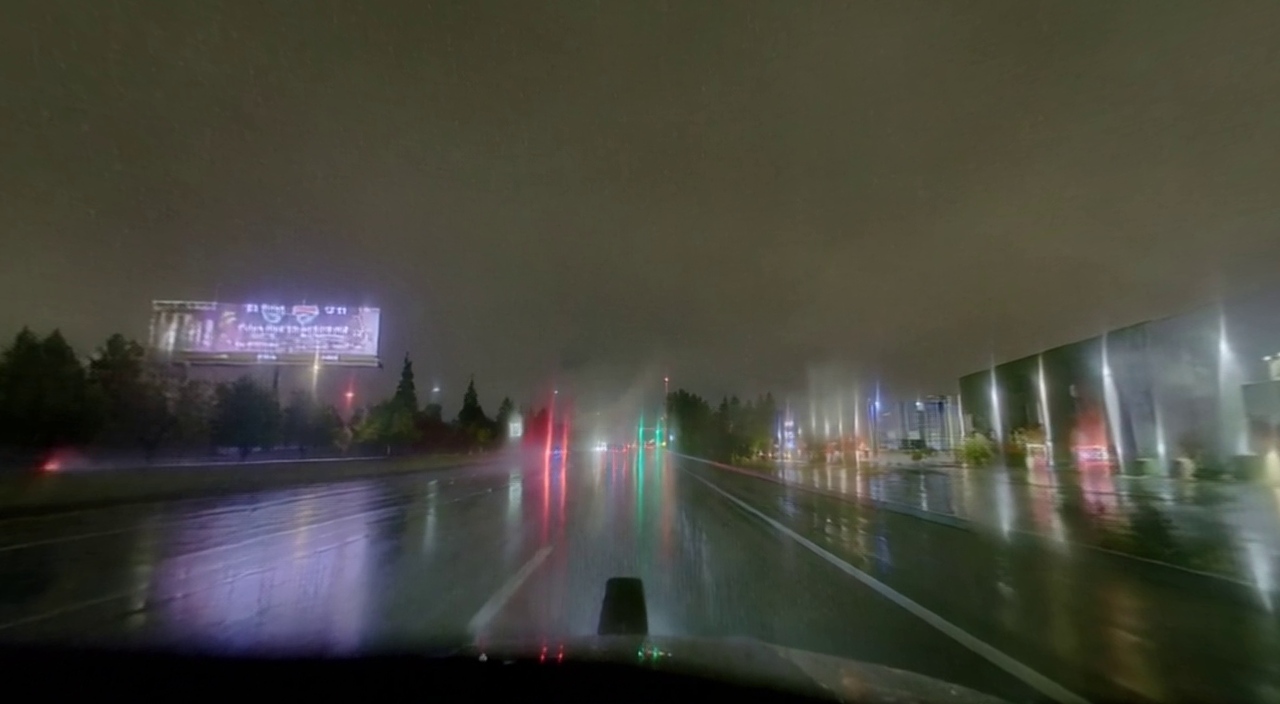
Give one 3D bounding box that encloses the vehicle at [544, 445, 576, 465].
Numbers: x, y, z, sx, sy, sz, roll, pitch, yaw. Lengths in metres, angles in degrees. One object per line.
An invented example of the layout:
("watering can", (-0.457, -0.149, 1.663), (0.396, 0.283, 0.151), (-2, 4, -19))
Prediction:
("vehicle", (-6.230, 8.069, 49.489), (1.936, 1.462, 4.388), (0, -8, 1))
